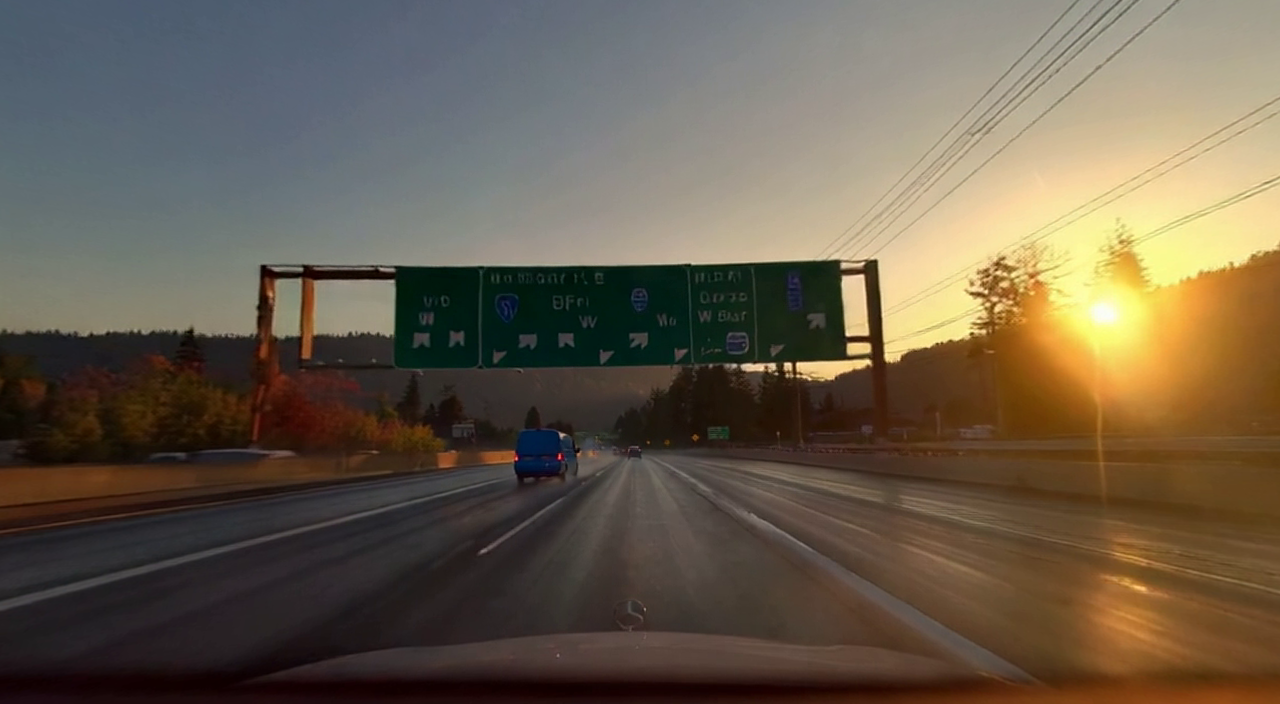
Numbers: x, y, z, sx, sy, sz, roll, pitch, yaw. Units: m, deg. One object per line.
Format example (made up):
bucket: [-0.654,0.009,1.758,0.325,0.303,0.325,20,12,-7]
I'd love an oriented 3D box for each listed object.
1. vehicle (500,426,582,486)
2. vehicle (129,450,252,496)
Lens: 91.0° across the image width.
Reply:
vehicle: [-3.582,3.873,23.687,2.281,2.025,4.586,0,-8,0]
vehicle: [-16.022,4.283,22.663,1.727,1.450,3.615,0,-8,0]
